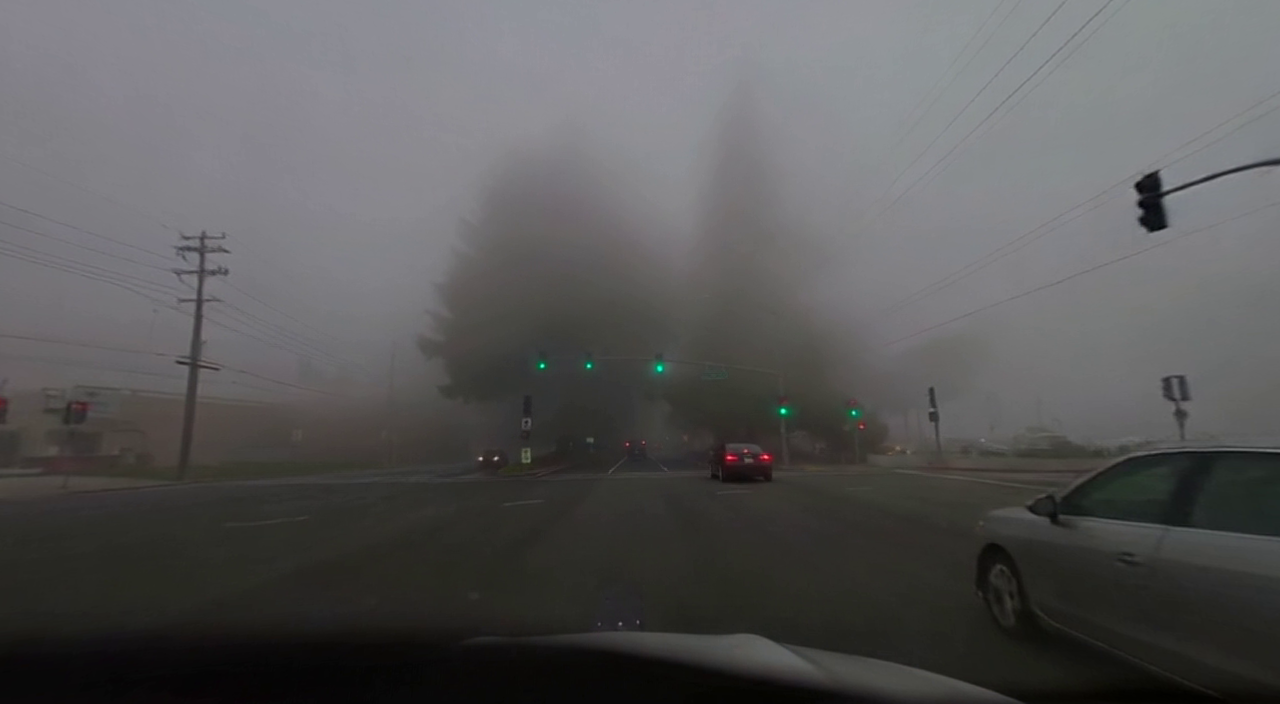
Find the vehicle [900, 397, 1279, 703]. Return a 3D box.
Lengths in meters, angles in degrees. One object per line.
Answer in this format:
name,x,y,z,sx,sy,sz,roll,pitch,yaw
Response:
vehicle,3.280,1.038,3.236,2.004,1.455,4.417,0,-8,0

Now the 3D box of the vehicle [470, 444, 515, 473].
vehicle,-9.097,6.561,39.324,1.816,1.478,4.404,-2,-6,-1

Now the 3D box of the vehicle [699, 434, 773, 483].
vehicle,3.628,4.110,24.671,2.128,1.699,4.222,0,-8,-1
